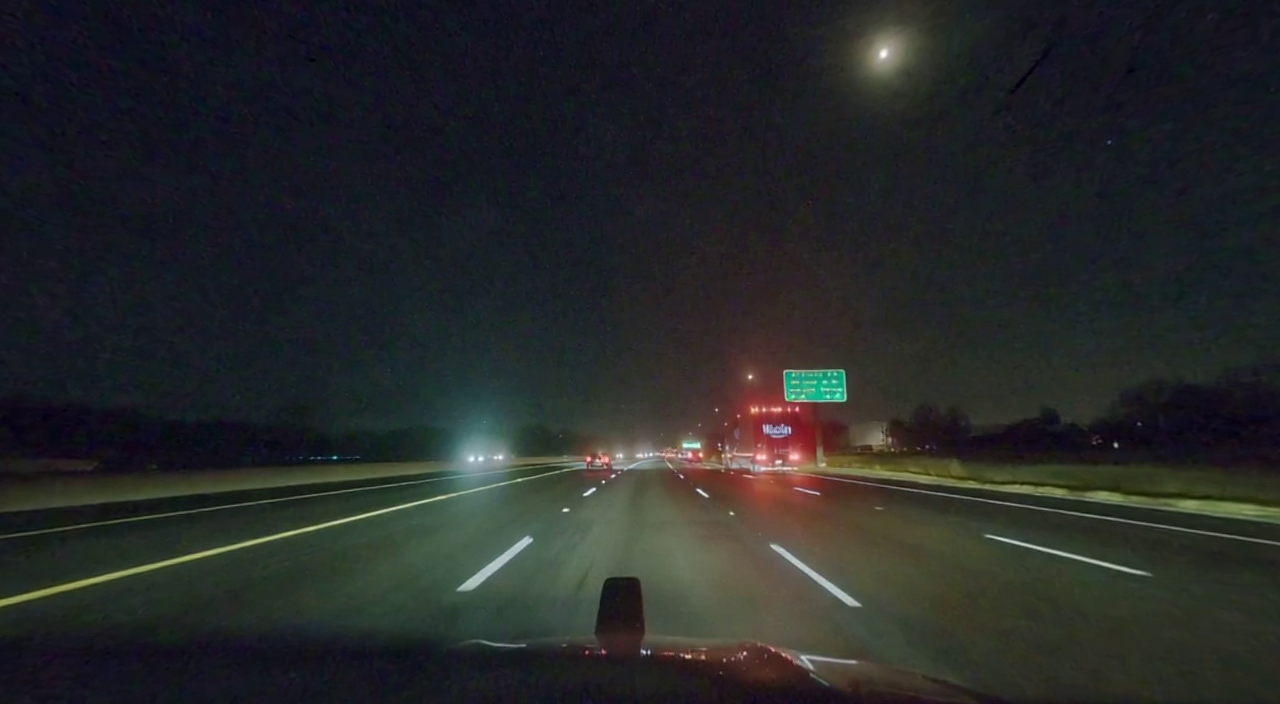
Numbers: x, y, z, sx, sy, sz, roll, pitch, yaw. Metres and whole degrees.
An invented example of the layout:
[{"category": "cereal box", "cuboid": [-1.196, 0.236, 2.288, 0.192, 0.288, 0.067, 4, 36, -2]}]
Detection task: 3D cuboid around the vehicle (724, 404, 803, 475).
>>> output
[{"category": "vehicle", "cuboid": [8.319, 6.357, 44.962, 2.912, 4.143, 15.538, 0, -9, 1]}]
